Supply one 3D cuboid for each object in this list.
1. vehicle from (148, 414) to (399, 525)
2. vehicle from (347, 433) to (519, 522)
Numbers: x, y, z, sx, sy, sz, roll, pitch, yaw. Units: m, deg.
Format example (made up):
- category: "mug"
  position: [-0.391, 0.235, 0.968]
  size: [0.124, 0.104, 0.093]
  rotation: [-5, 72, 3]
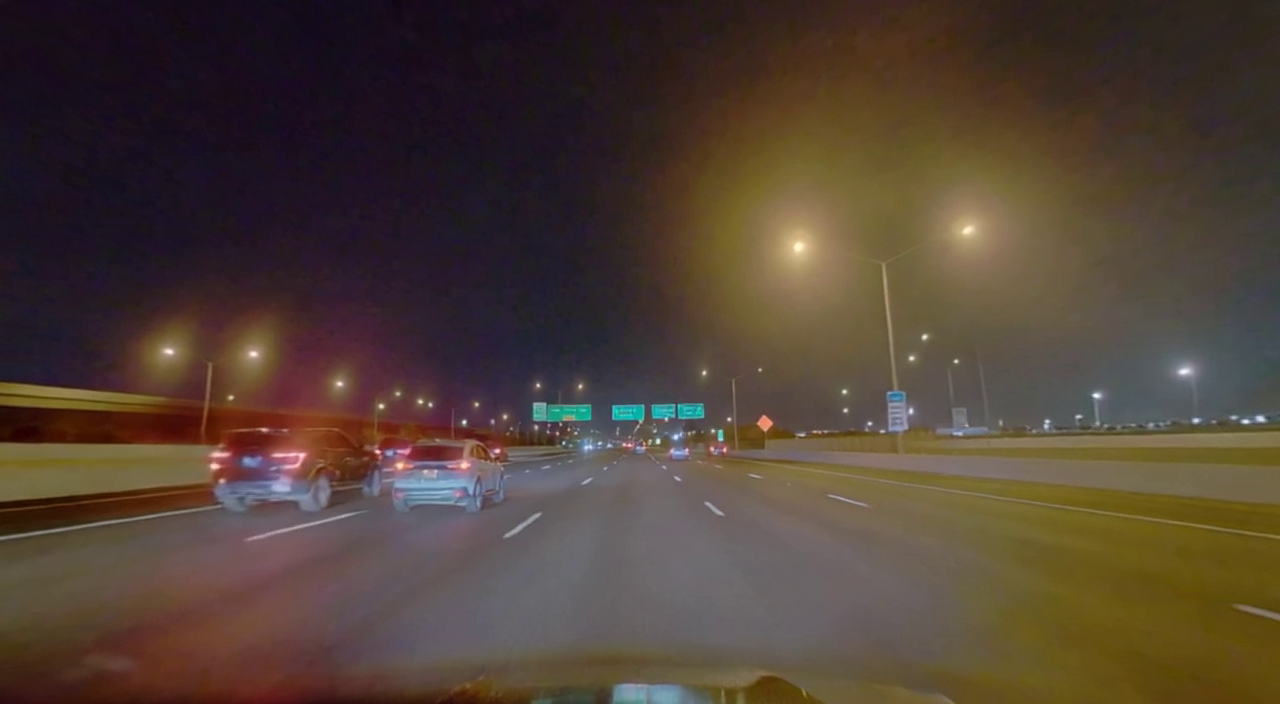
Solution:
- category: "vehicle"
  position: [-7.229, 2.371, 13.358]
  size: [2.208, 1.876, 5.088]
  rotation: [0, -8, 0]
- category: "vehicle"
  position: [-4.035, 2.519, 13.277]
  size: [2.051, 1.516, 4.493]
  rotation: [0, -8, 0]
